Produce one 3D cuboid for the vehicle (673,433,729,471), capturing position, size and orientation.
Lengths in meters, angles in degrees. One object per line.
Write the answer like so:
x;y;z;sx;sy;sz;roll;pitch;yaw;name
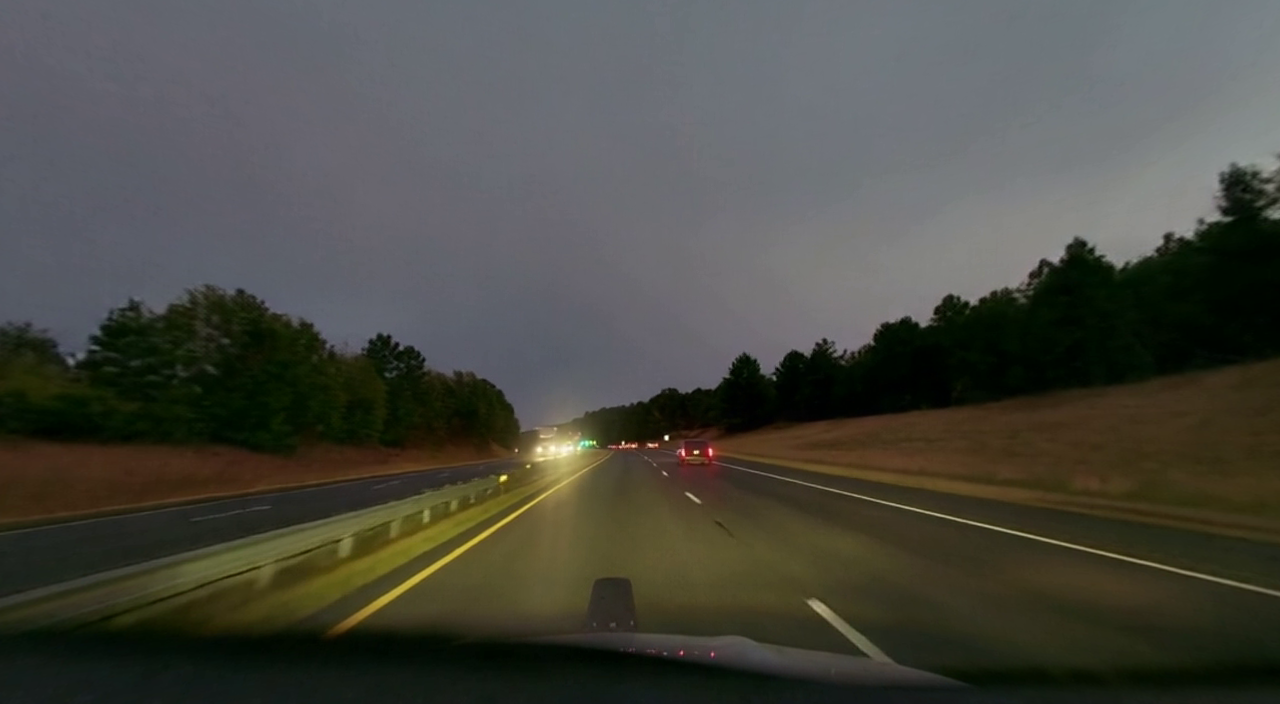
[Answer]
2.780;4.686;29.708;2.043;1.673;4.016;0;-8;-3;vehicle
